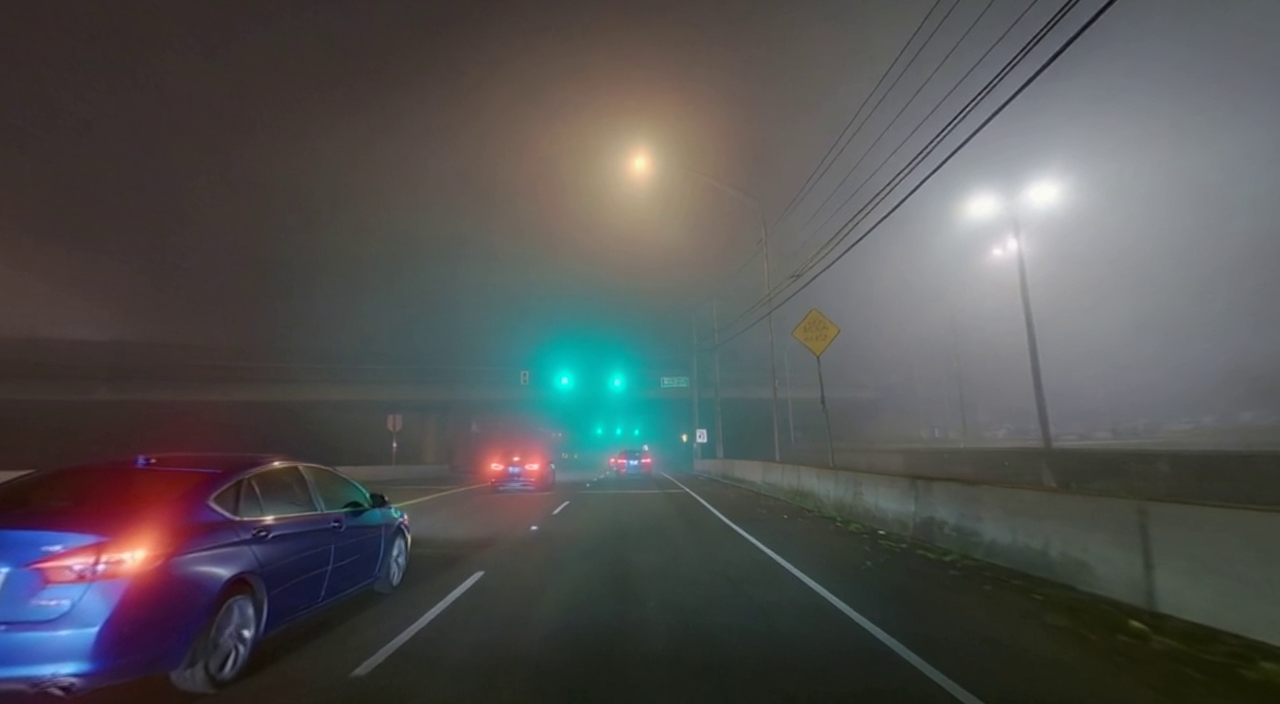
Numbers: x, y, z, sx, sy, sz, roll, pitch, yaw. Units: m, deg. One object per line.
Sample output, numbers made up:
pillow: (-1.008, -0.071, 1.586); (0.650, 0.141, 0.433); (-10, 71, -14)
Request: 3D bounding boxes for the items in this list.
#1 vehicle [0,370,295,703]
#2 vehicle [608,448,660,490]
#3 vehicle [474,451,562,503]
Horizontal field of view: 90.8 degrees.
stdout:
vehicle: (-3.515, 0.904, 2.437); (1.925, 1.666, 4.271); (0, -9, 0)
vehicle: (-0.241, 4.811, 26.257); (1.985, 1.565, 3.968); (0, -9, -1)
vehicle: (-3.756, 3.906, 20.213); (1.946, 1.437, 4.154); (0, -9, 0)
